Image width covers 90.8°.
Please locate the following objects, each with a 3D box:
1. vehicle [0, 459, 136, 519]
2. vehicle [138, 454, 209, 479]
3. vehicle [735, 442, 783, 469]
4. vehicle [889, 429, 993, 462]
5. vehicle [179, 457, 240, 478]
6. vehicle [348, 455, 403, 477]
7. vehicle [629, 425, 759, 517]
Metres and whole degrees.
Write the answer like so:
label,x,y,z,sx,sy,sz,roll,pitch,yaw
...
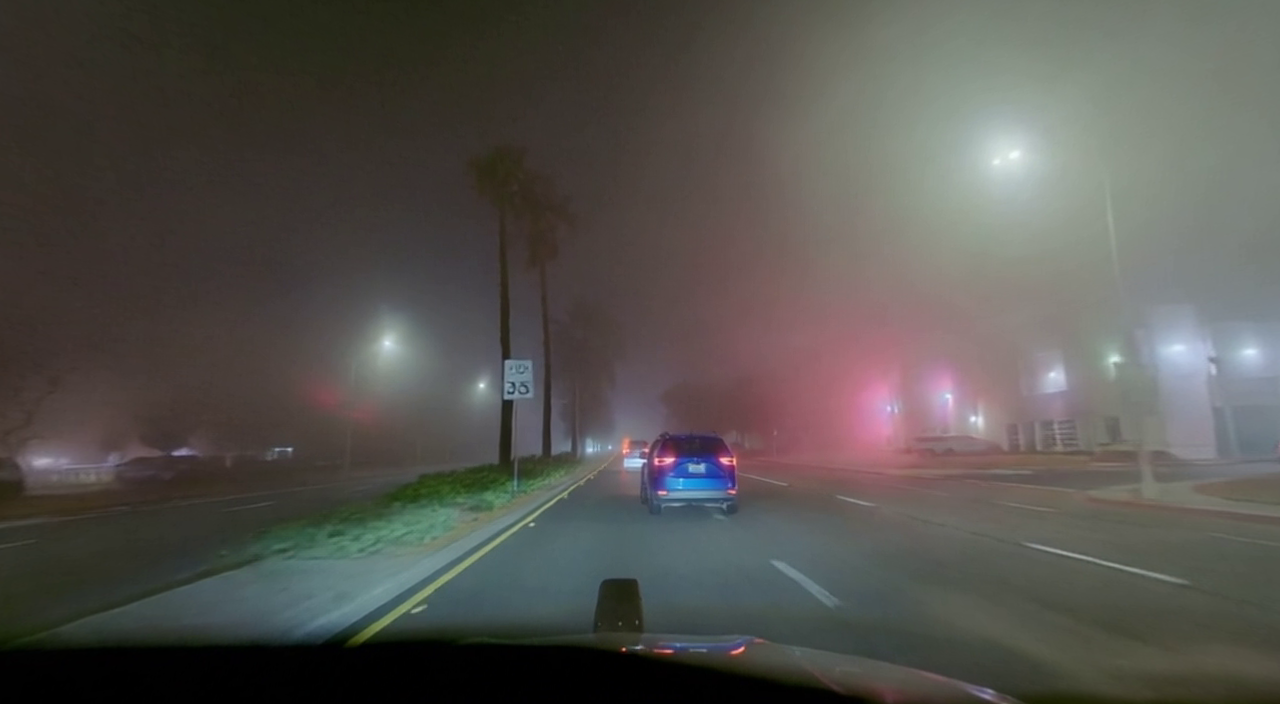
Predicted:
label,x,y,z,sx,sy,sz,roll,pitch,yaw
vehicle,-19.731,4.476,21.084,1.929,1.646,4.716,0,-8,0
vehicle,-34.310,8.411,46.603,1.926,1.722,4.264,0,-8,1
vehicle,6.971,6.094,37.444,1.930,1.457,4.267,0,-8,-2
vehicle,20.393,6.374,42.928,5.820,1.968,2.301,-1,-9,-2
vehicle,-31.485,8.445,46.353,1.765,1.417,3.827,0,-8,0
vehicle,-19.577,8.442,46.992,1.848,1.460,4.641,-1,-8,4
vehicle,0.964,2.535,13.953,2.239,1.693,4.301,0,-8,-4
